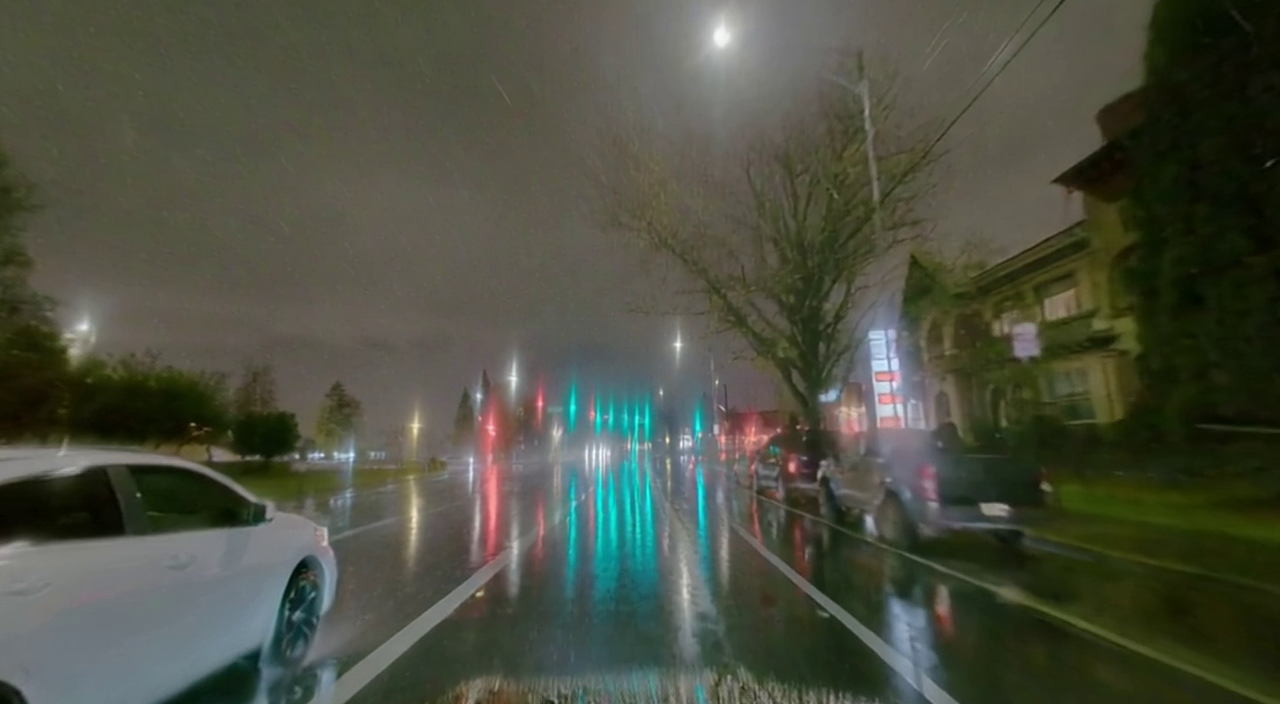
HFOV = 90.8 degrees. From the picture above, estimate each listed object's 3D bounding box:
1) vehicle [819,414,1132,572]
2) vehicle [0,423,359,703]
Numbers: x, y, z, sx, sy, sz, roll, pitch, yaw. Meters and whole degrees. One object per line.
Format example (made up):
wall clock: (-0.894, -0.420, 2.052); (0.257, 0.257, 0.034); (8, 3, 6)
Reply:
vehicle: (4.350, 1.902, 9.316); (2.032, 1.703, 4.650); (0, -9, 0)
vehicle: (-3.050, 1.010, 2.403); (1.874, 1.424, 4.553); (0, -9, 0)
